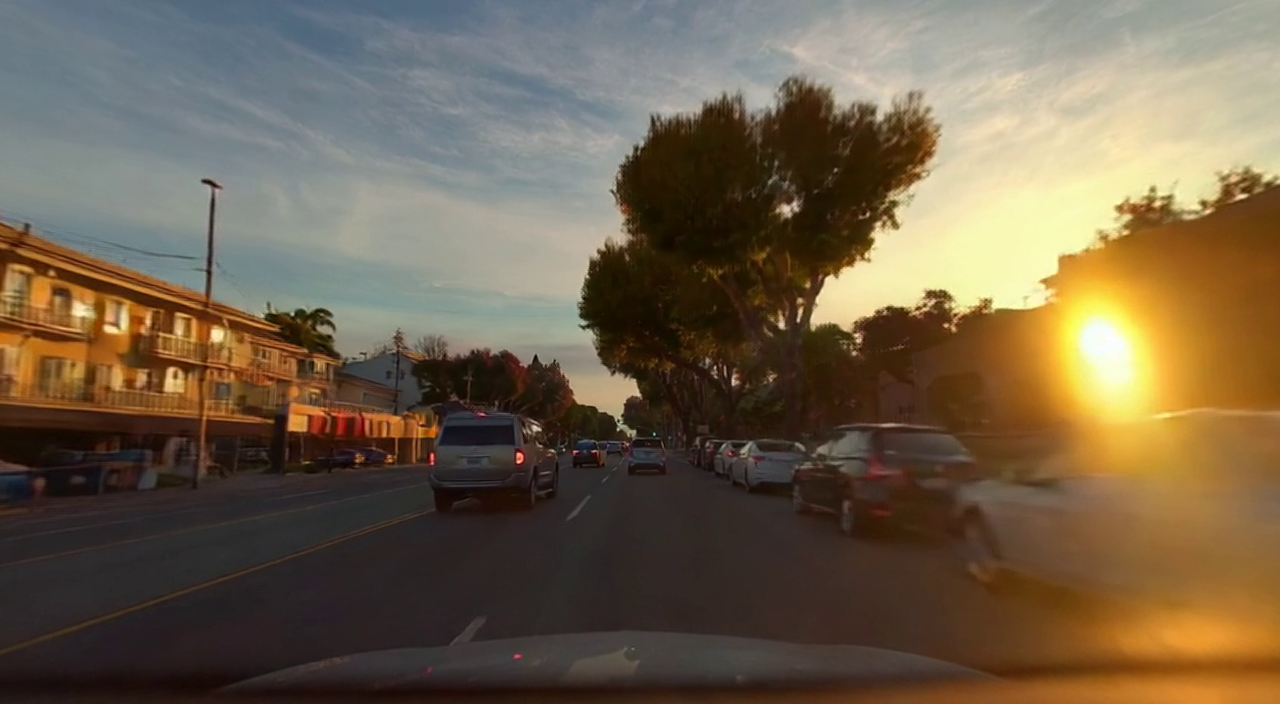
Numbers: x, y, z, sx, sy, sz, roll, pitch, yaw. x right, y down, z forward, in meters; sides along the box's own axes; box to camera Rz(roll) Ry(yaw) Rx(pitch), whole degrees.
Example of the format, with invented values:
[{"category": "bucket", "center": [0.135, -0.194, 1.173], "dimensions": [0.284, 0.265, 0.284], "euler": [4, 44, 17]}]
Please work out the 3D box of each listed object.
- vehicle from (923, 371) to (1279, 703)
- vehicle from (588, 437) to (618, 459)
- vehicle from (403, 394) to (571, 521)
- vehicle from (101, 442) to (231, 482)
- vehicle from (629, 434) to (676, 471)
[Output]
[{"category": "vehicle", "center": [3.816, 1.054, 3.753], "dimensions": [1.947, 1.646, 4.782], "euler": [0, -8, -1]}, {"category": "vehicle", "center": [-2.887, 7.575, 49.846], "dimensions": [2.028, 1.689, 4.162], "euler": [0, -8, 1]}, {"category": "vehicle", "center": [-2.864, 2.158, 13.280], "dimensions": [2.213, 2.123, 5.124], "euler": [0, -8, 0]}, {"category": "vehicle", "center": [-23.969, 5.560, 32.075], "dimensions": [4.791, 1.928, 2.144], "euler": [0, -8, 0]}, {"category": "vehicle", "center": [0.541, 4.904, 30.970], "dimensions": [2.126, 1.657, 4.132], "euler": [0, -8, 0]}]
